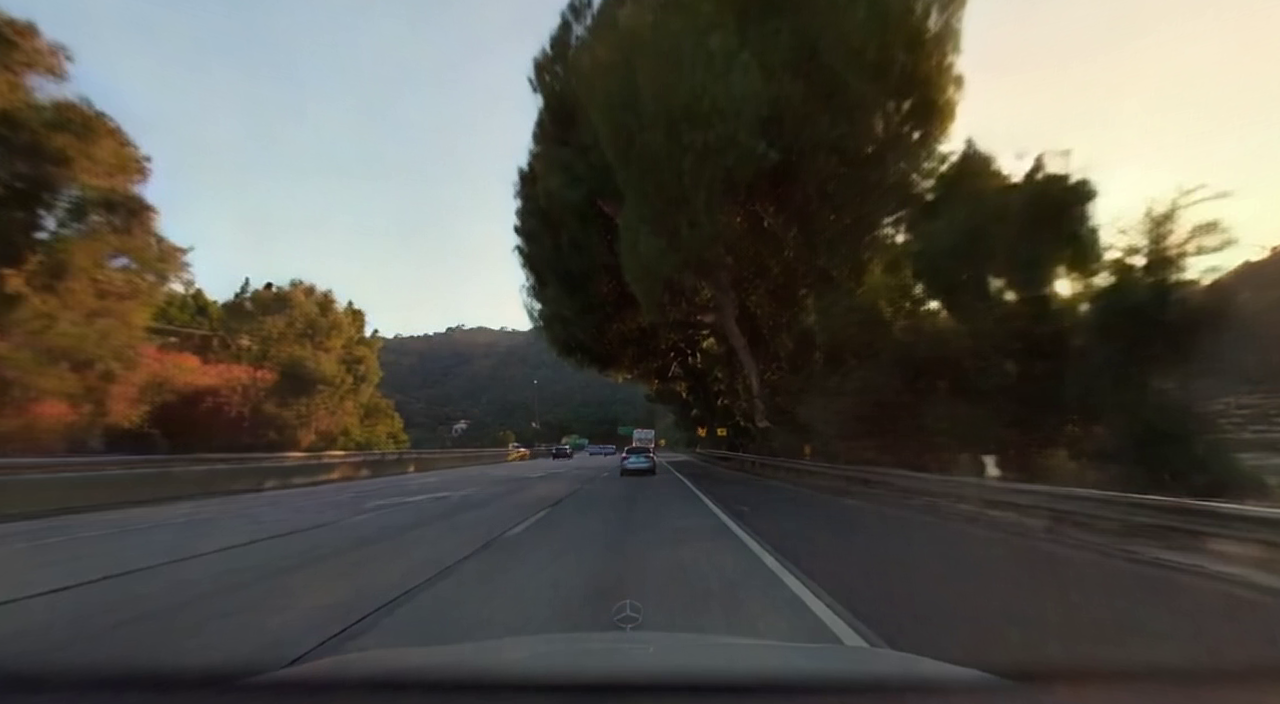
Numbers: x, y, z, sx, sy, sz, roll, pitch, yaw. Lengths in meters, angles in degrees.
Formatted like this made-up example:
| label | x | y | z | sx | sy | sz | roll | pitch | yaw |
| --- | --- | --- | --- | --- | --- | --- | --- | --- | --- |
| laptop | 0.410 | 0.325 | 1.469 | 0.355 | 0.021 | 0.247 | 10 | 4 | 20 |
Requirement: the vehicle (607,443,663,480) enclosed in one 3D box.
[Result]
| label | x | y | z | sx | sy | sz | roll | pitch | yaw |
| --- | --- | --- | --- | --- | --- | --- | --- | --- | --- |
| vehicle | -0.164 | 4.687 | 27.231 | 2.238 | 1.479 | 3.672 | 0 | -9 | 1 |
